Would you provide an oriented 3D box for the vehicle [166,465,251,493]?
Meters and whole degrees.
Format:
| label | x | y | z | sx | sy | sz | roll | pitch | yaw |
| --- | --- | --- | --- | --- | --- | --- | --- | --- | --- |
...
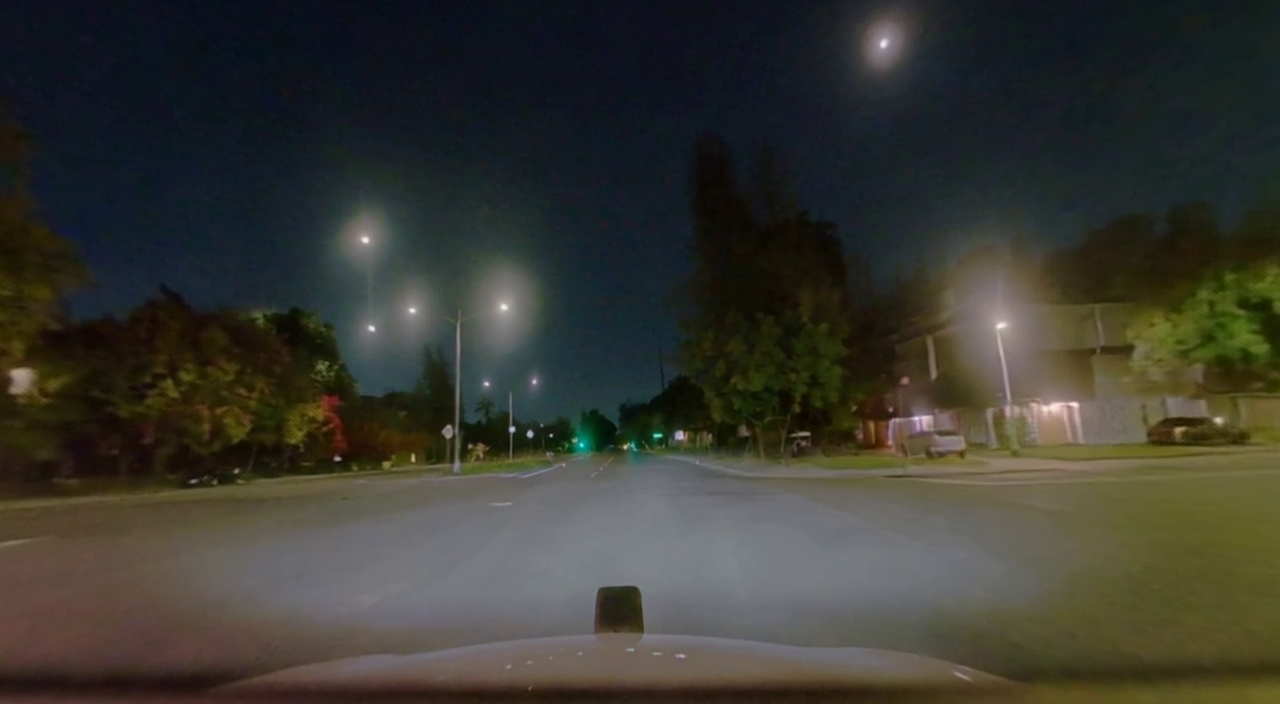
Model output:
| label | x | y | z | sx | sy | sz | roll | pitch | yaw |
| --- | --- | --- | --- | --- | --- | --- | --- | --- | --- |
| vehicle | -26.156 | 7.678 | 38.492 | 1.828 | 1.448 | 4.689 | 0 | -9 | 1 |

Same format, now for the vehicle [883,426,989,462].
| label | x | y | z | sx | sy | sz | roll | pitch | yaw |
| --- | --- | --- | --- | --- | --- | --- | --- | --- | --- |
| vehicle | 15.024 | 4.669 | 32.228 | 4.268 | 1.589 | 2.156 | -2 | -8 | -6 |

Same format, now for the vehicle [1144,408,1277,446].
| label | x | y | z | sx | sy | sz | roll | pitch | yaw |
| --- | --- | --- | --- | --- | --- | --- | --- | --- | --- |
| vehicle | 29.896 | 3.982 | 33.201 | 4.934 | 1.910 | 2.165 | 0 | -9 | -3 |
